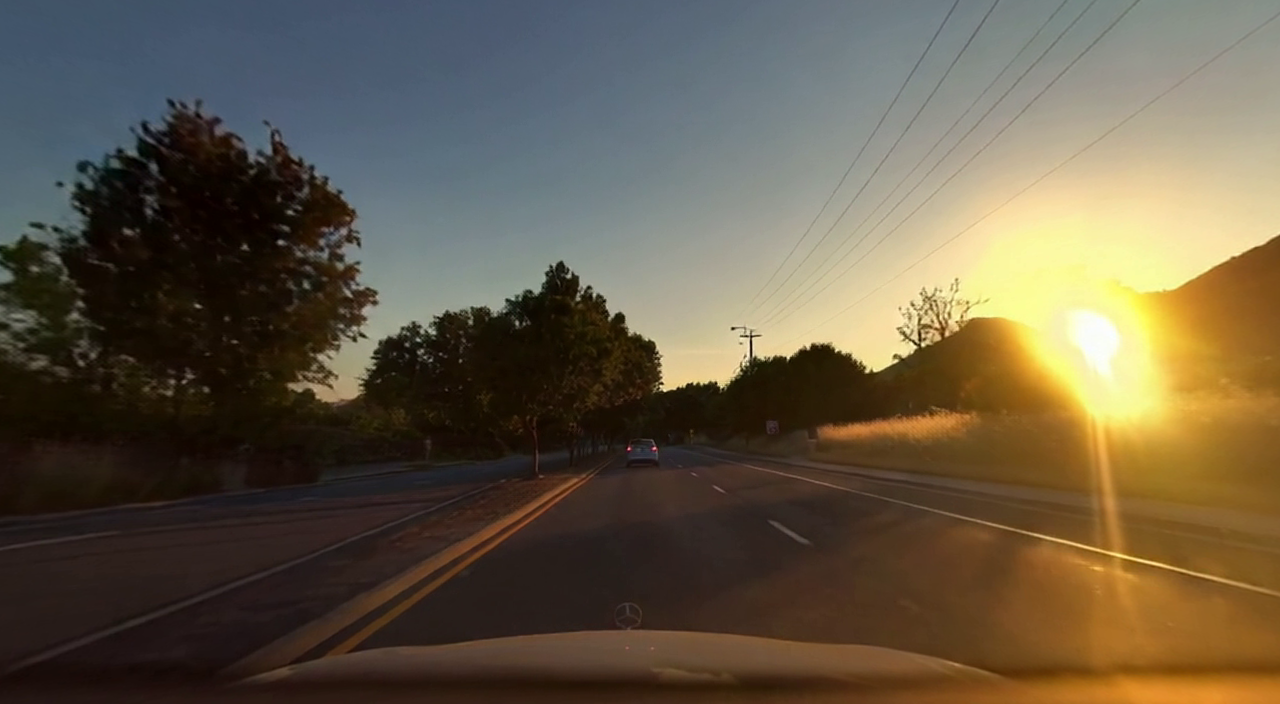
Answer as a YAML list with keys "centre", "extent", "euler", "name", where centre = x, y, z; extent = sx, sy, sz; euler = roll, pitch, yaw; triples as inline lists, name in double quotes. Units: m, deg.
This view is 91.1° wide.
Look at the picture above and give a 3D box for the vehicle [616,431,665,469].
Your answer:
- centre: [0.041, 4.808, 30.911]
  extent: [2.256, 1.734, 4.176]
  euler: [0, -8, 0]
  name: "vehicle"
